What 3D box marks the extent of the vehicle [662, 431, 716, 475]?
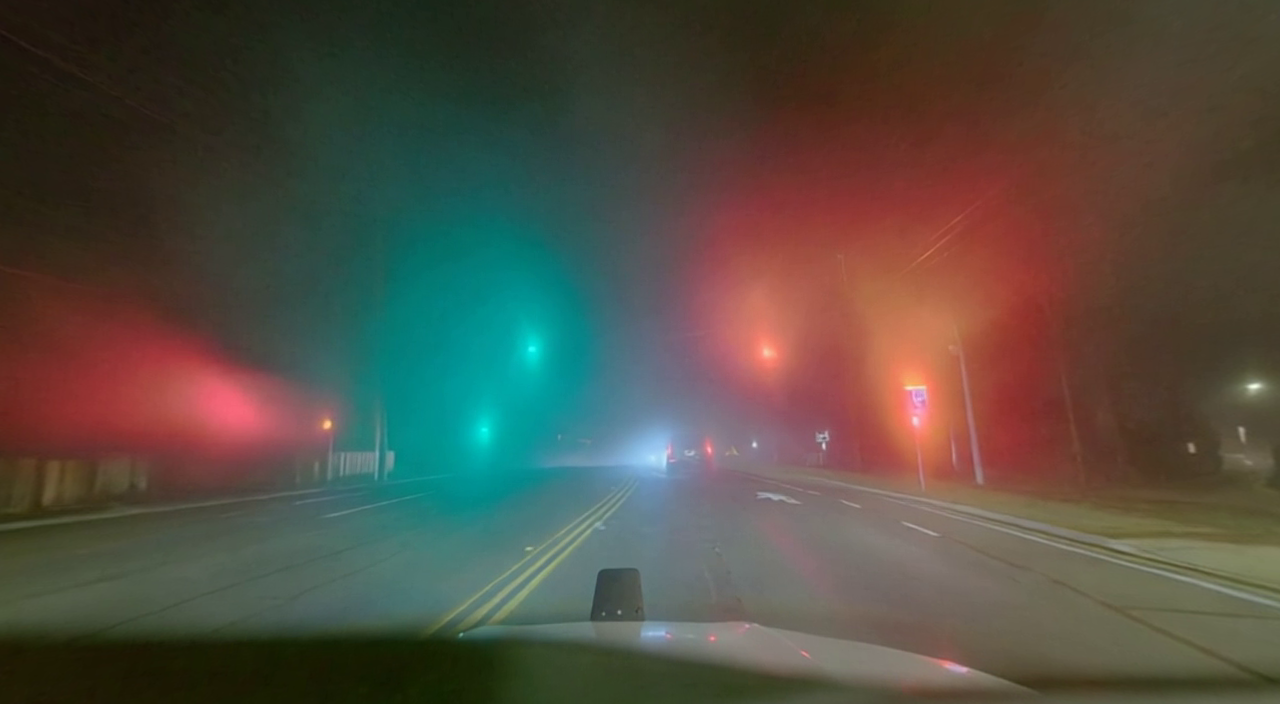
[{"bbox_3d":[2.170,4.548,28.689,2.230,1.827,4.580,0,-8,4],"label":"vehicle"}]
